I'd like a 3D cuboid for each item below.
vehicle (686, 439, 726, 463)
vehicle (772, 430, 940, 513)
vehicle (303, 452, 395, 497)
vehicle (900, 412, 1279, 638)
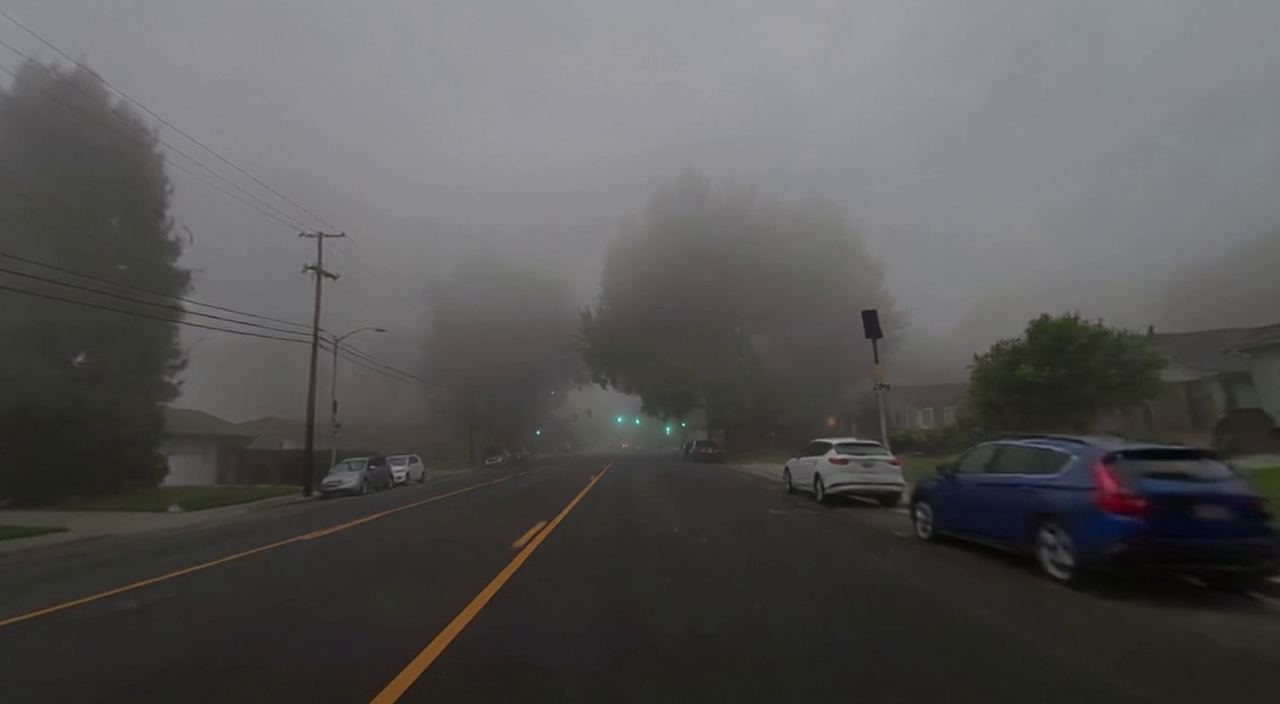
[{"bbox_3d":[4.230,6.465,41.371,2.010,1.461,4.247,0,-8,-2],"label":"vehicle"},{"bbox_3d":[4.464,2.537,13.964,1.887,1.480,4.731,0,-8,-2],"label":"vehicle"},{"bbox_3d":[-11.665,4.891,25.643,1.845,1.626,4.105,0,-8,-2],"label":"vehicle"},{"bbox_3d":[4.547,1.478,6.440,1.924,1.516,4.163,0,-8,-1],"label":"vehicle"}]
